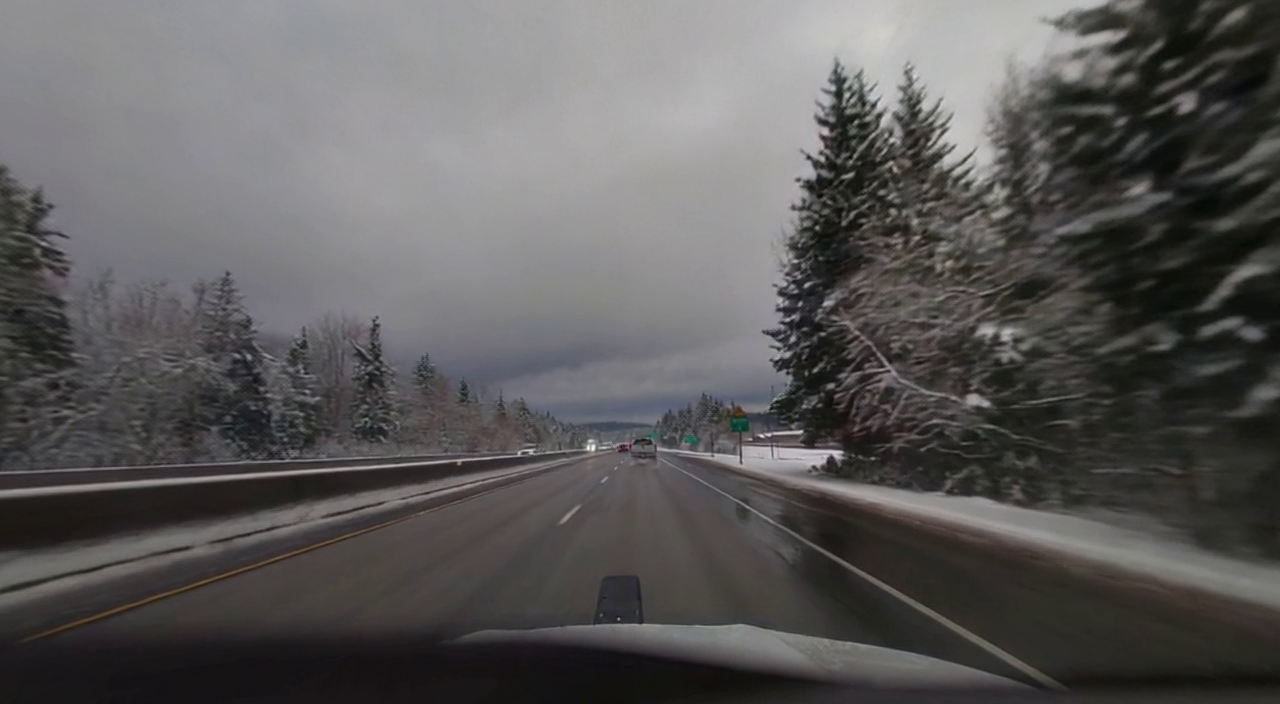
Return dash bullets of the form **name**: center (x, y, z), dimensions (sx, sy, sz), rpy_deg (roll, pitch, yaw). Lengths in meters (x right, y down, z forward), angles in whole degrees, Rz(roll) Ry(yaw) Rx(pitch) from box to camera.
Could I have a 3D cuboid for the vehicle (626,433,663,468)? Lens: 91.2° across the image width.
- **vehicle**: center (0.302, 6.383, 40.711), dimensions (2.268, 2.122, 4.595), rpy_deg (-1, -9, 1)
